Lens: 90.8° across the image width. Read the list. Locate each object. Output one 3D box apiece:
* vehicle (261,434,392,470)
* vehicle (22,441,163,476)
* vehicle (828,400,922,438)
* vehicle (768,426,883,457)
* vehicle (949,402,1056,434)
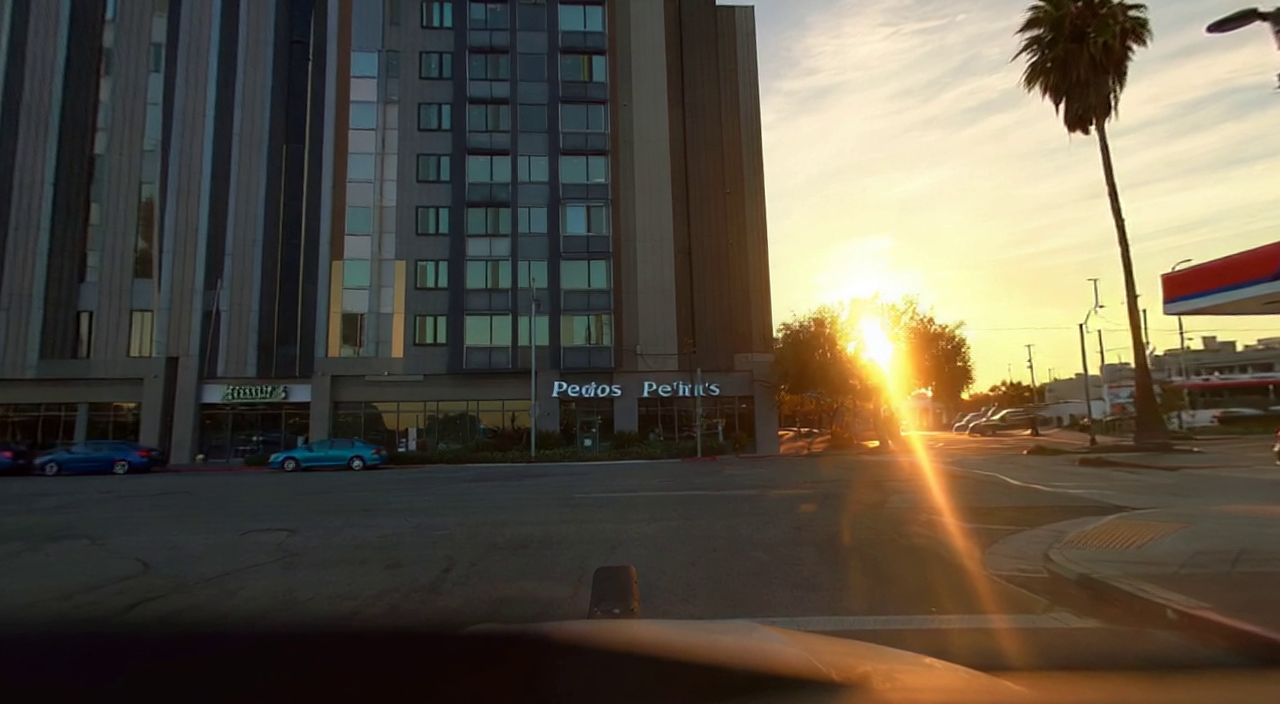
[{"bbox_3d":[-13.941,4.466,28.259,4.857,1.497,1.811,0,-9,2],"label":"vehicle"},{"bbox_3d":[-23.622,4.600,27.399,4.321,1.430,1.775,0,-9,-2],"label":"vehicle"},{"bbox_3d":[16.075,4.614,43.416,5.524,2.504,2.196,0,-9,-3],"label":"vehicle"},{"bbox_3d":[8.621,4.201,29.586,4.782,1.371,1.763,1,-9,-6],"label":"vehicle"},{"bbox_3d":[28.569,5.238,49.983,7.026,2.329,2.545,1,-6,-4],"label":"vehicle"}]
